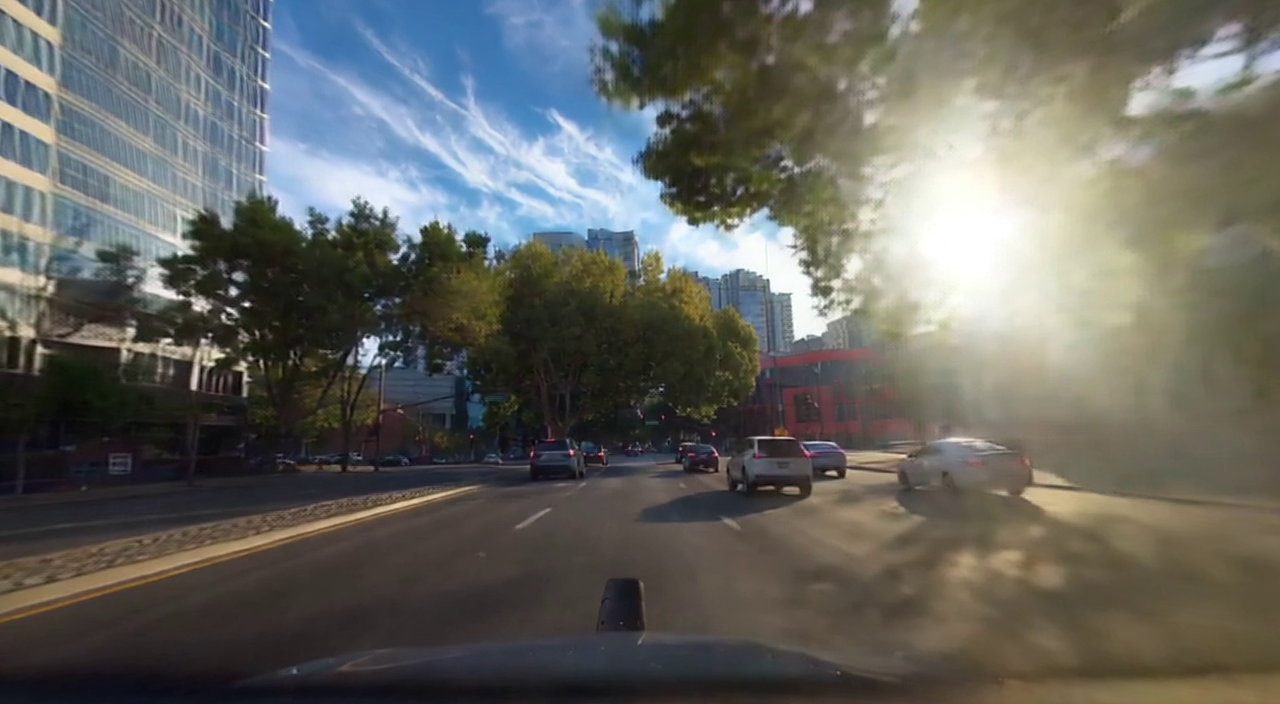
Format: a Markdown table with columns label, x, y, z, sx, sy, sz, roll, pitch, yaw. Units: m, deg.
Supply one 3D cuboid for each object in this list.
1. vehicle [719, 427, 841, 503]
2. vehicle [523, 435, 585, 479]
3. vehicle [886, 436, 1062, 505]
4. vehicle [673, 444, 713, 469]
| label | x | y | z | sx | sy | sz | roll | pitch | yaw |
| --- | --- | --- | --- | --- | --- | --- | --- | --- | --- |
| vehicle | 3.619 | 3.025 | 17.360 | 2.152 | 1.742 | 4.704 | 0 | -8 | -1 |
| vehicle | -3.755 | 4.678 | 28.356 | 2.155 | 1.797 | 3.989 | -1 | -8 | 1 |
| vehicle | 8.336 | 2.980 | 16.396 | 1.944 | 1.503 | 4.723 | 0 | -8 | 0 |
| vehicle | 3.336 | 6.686 | 40.733 | 2.054 | 1.473 | 4.511 | 0 | -8 | -2 |
